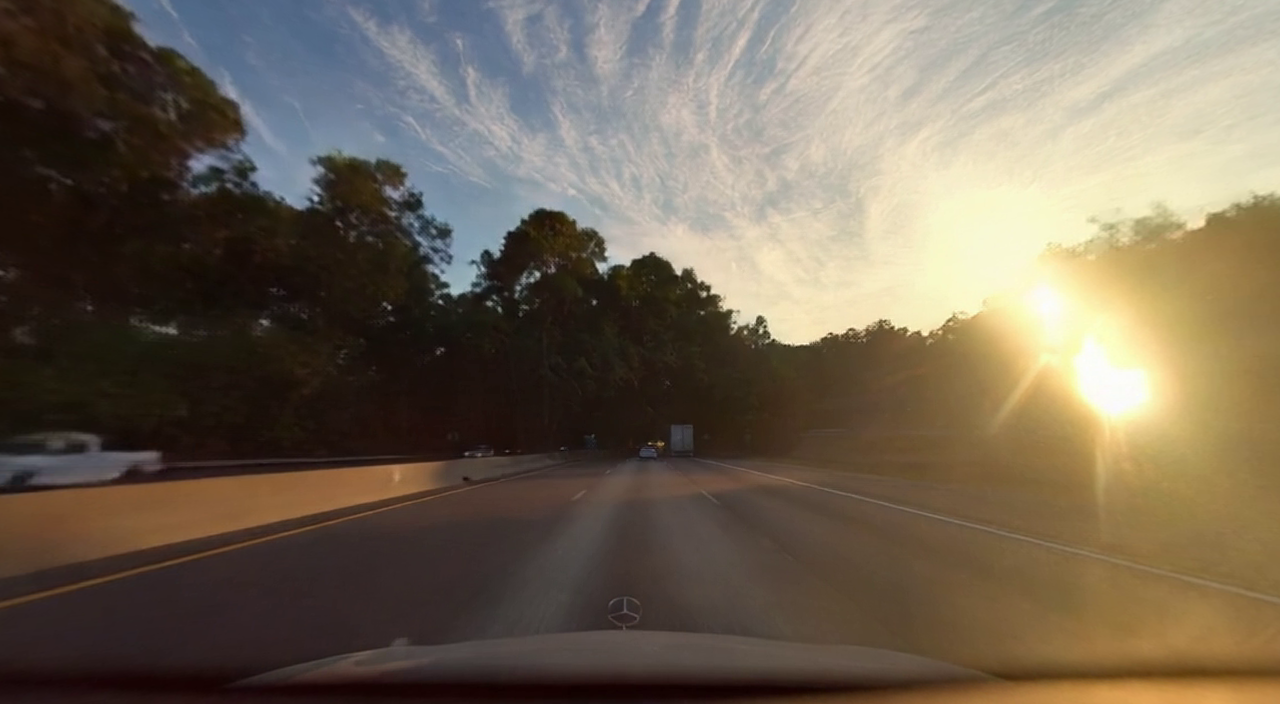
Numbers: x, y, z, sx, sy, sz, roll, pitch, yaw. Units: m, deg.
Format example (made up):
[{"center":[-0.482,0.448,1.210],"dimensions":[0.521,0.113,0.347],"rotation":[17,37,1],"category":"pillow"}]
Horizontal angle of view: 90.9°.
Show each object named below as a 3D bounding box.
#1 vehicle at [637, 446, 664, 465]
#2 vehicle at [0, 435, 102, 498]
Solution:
[{"center":[0.791,7.985,48.687],"dimensions":[2.023,1.434,4.236],"rotation":[0,-9,1],"category":"vehicle"},{"center":[-18.933,3.389,18.730],"dimensions":[1.996,1.731,4.281],"rotation":[0,-9,0],"category":"vehicle"}]
